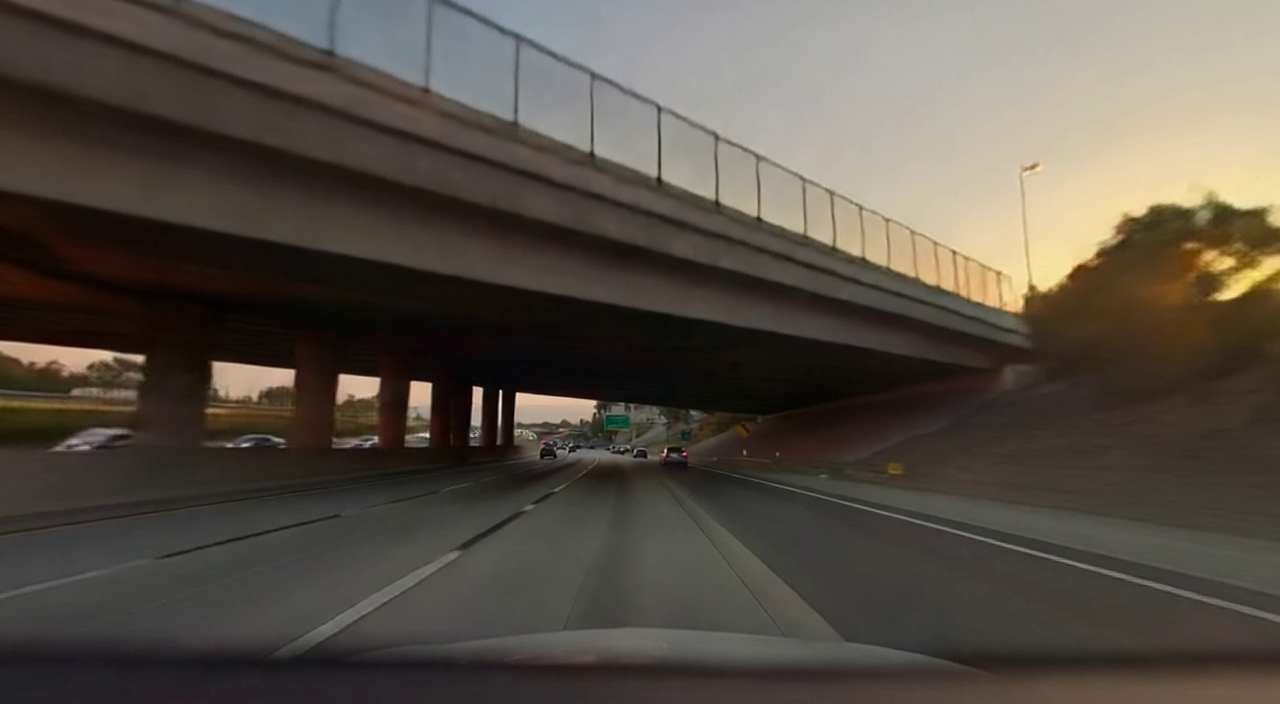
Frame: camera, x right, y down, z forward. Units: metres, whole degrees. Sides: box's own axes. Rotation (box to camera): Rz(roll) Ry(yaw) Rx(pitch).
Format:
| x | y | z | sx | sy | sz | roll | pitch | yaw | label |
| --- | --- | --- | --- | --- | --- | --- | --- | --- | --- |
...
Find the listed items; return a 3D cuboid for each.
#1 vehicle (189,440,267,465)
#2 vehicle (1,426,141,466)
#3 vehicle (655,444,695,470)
| x | y | z | sx | sy | sz | roll | pitch | yaw | label |
| --- | --- | --- | --- | --- | --- | --- | --- | --- | --- |
| -26.091 | 6.342 | 40.134 | 1.812 | 1.488 | 4.790 | 0 | -8 | -1 | vehicle |
| -30.222 | 5.058 | 33.869 | 2.190 | 1.941 | 5.839 | 0 | -8 | -2 | vehicle |
| 2.116 | 6.578 | 39.861 | 2.059 | 1.509 | 4.670 | 0 | -8 | -3 | vehicle |
